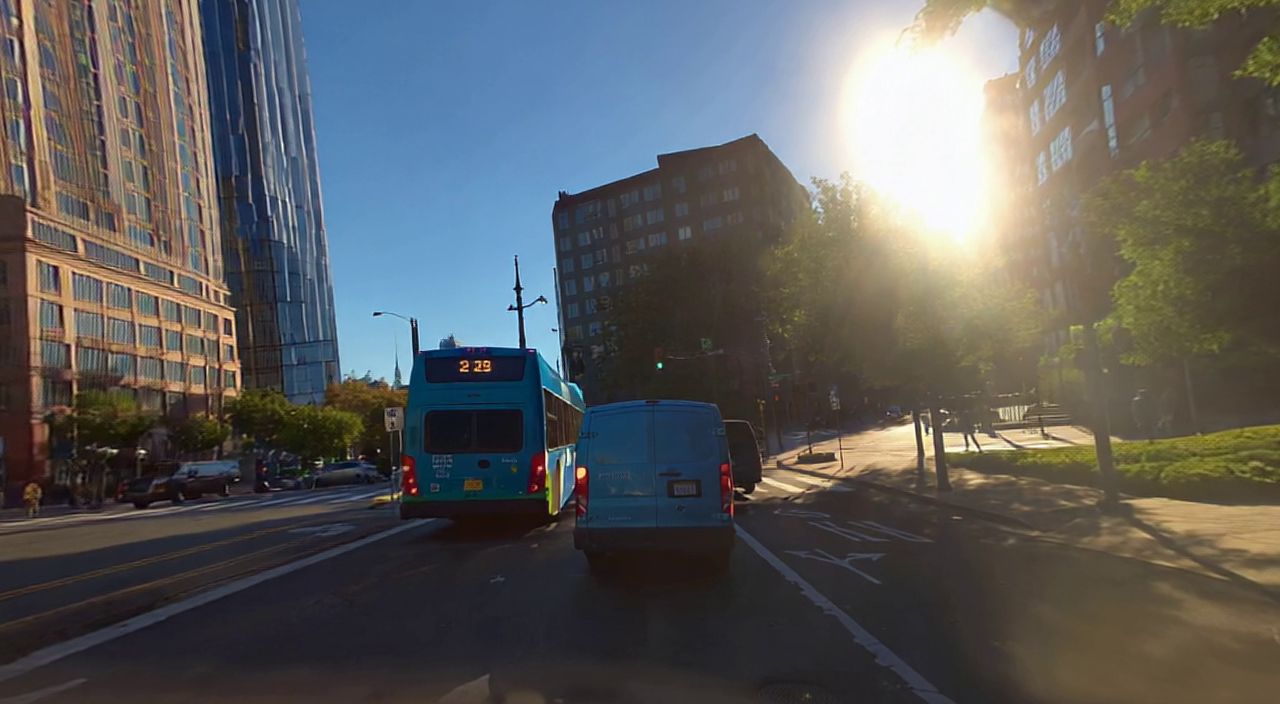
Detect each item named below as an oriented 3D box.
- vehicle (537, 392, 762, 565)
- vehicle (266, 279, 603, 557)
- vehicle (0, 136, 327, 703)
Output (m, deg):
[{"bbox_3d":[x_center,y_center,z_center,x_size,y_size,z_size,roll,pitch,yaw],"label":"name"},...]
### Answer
[{"bbox_3d":[0.133,1.740,9.274,2.500,1.912,4.270,0,-9,1],"label":"vehicle"},{"bbox_3d":[-2.906,1.792,14.604,3.042,3.445,13.615,0,-9,1],"label":"vehicle"},{"bbox_3d":[-2.749,0.326,0.227,2.329,2.089,5.659,0,-9,0],"label":"vehicle"}]
